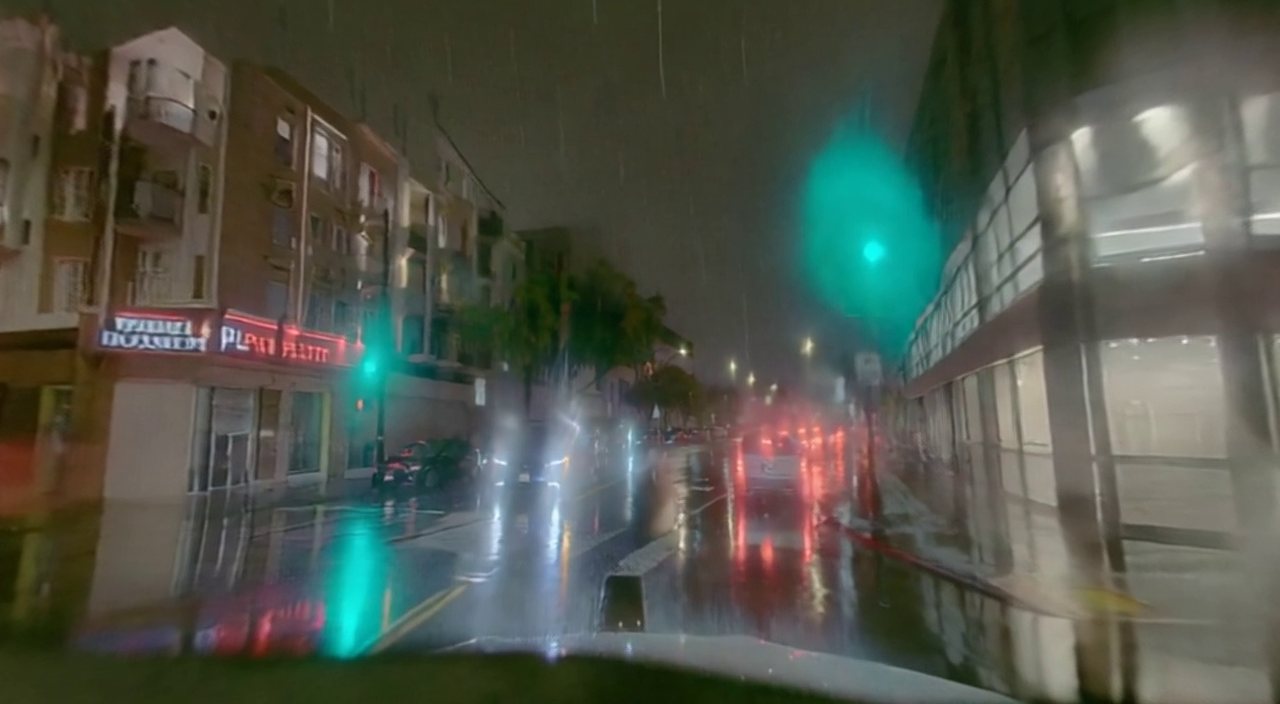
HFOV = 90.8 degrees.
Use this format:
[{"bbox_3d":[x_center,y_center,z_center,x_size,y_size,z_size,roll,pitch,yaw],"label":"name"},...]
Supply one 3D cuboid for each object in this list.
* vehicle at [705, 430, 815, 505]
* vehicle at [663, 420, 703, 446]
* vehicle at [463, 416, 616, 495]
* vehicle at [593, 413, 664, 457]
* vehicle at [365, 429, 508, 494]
[{"bbox_3d":[2.980,2.615,14.883,1.892,1.481,4.365,-3,-8,19],"label":"vehicle"},{"bbox_3d":[3.387,6.218,48.977,1.948,1.693,4.325,-6,-6,18],"label":"vehicle"},{"bbox_3d":[-2.384,2.639,16.529,2.181,1.723,4.692,-2,-8,15],"label":"vehicle"},{"bbox_3d":[-0.540,4.651,36.087,2.260,2.136,5.669,-6,-6,16],"label":"vehicle"},{"bbox_3d":[-6.057,3.272,19.376,1.933,1.461,4.393,-7,-6,17],"label":"vehicle"}]
